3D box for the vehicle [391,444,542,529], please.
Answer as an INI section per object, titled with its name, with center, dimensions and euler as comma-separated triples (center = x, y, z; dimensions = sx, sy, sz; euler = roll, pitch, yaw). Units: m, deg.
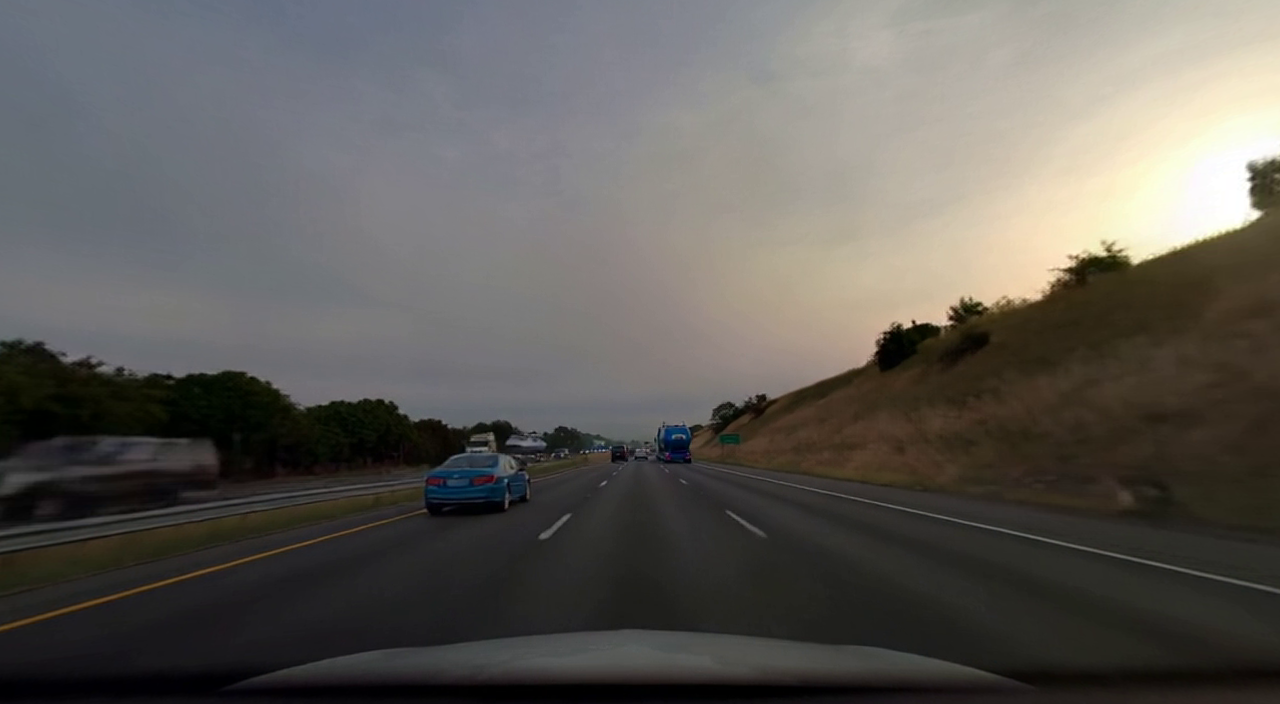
[vehicle]
center = -3.428, 2.720, 13.326
dimensions = 2.013, 1.498, 3.908
euler = -1, -9, 1
